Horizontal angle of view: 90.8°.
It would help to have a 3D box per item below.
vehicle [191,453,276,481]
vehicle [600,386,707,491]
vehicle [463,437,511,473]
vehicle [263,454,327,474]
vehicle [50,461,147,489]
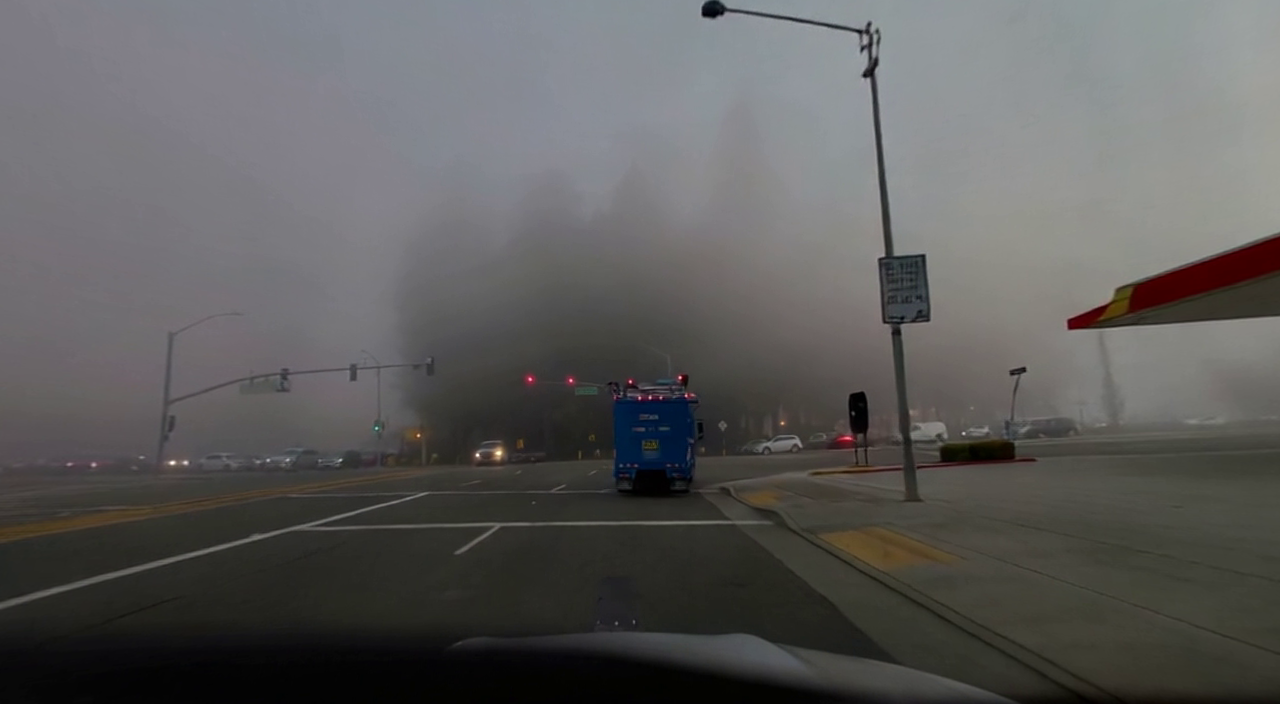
[{"bbox_3d":[-27.763,7.833,43.250,4.583,1.556,1.893,-3,-6,-1],"label":"vehicle"},{"bbox_3d":[0.672,2.910,21.127,2.463,2.954,5.938,-2,-9,12],"label":"vehicle"},{"bbox_3d":[-7.728,5.230,32.228,1.997,1.679,4.263,1,-9,-9],"label":"vehicle"},{"bbox_3d":[-26.205,8.491,48.032,3.721,1.450,1.824,0,-8,1],"label":"vehicle"},{"bbox_3d":[-31.318,7.103,36.728,1.766,1.428,4.337,0,-8,0],"label":"vehicle"}]
